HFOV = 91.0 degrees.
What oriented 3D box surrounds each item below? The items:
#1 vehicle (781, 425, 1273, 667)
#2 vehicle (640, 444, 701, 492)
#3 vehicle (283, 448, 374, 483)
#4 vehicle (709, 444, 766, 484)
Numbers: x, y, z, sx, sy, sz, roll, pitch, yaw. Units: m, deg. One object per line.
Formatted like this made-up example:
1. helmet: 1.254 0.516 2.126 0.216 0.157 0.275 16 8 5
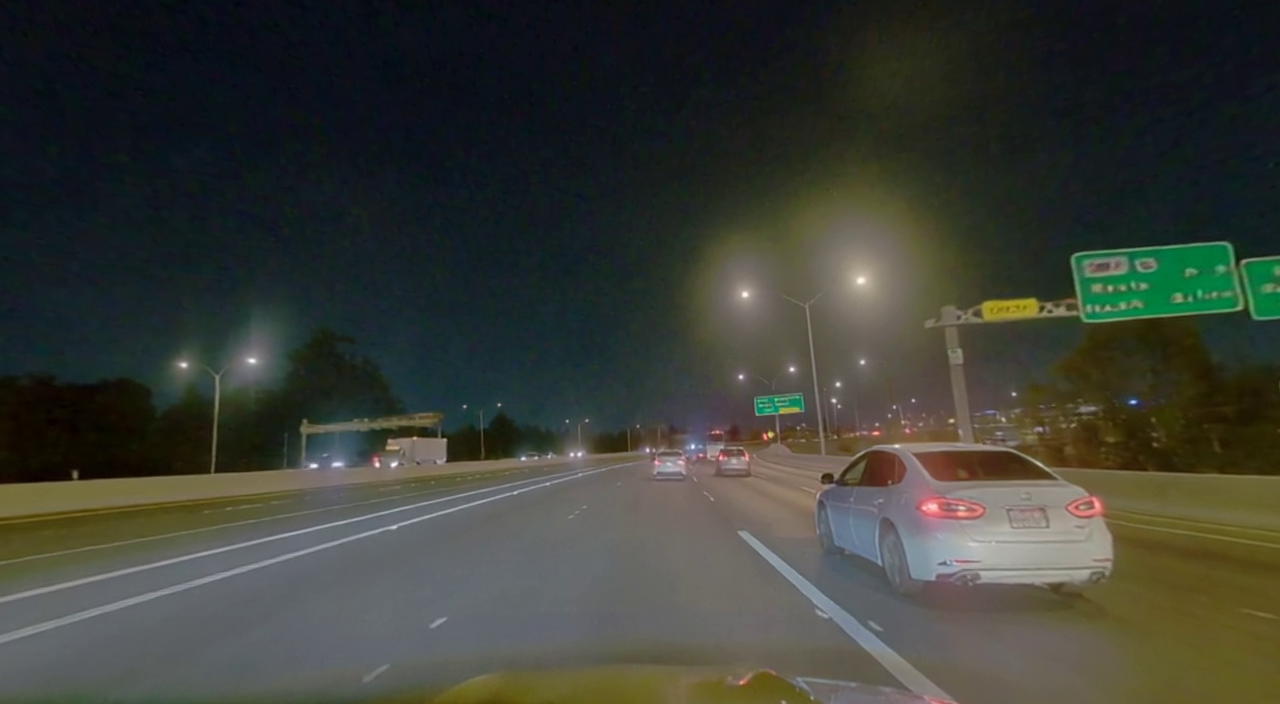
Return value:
1. vehicle: 2.922 1.570 6.265 2.009 1.489 4.559 0 -9 0
2. vehicle: 1.135 4.275 23.426 2.074 1.614 3.803 -1 -9 3
3. vehicle: -18.246 6.657 37.233 2.113 1.862 5.561 -1 -9 5
4. vehicle: 4.338 5.050 28.638 2.076 1.684 4.241 0 -9 3
